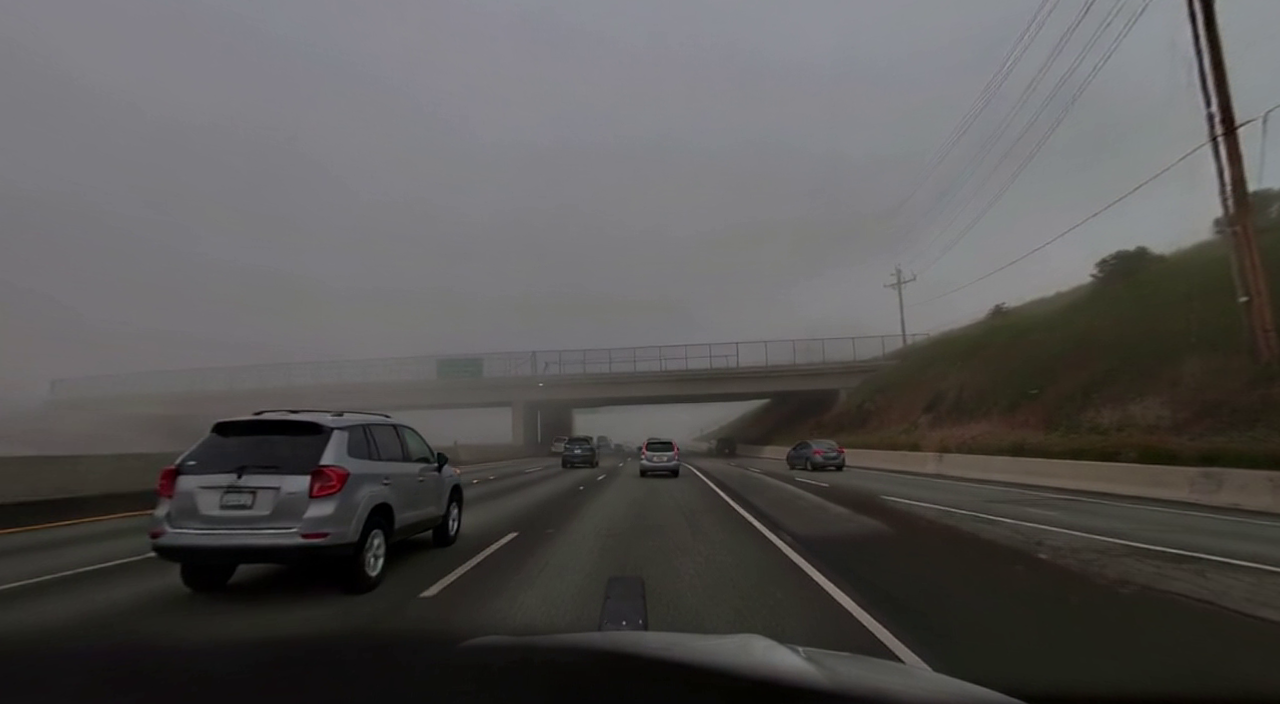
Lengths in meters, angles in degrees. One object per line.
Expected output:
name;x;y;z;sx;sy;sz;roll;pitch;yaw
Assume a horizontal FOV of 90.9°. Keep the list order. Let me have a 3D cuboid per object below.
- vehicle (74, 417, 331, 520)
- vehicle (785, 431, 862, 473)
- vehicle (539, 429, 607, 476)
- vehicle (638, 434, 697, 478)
vehicle;-8.494;2.301;12.958;2.062;1.702;4.587;0;-8;-2
vehicle;9.115;5.025;31.837;2.059;1.938;4.793;0;-8;-5
vehicle;-2.758;4.321;27.263;2.228;1.845;4.847;-1;-8;2
vehicle;1.056;4.223;25.792;2.193;1.651;3.946;0;-8;0
